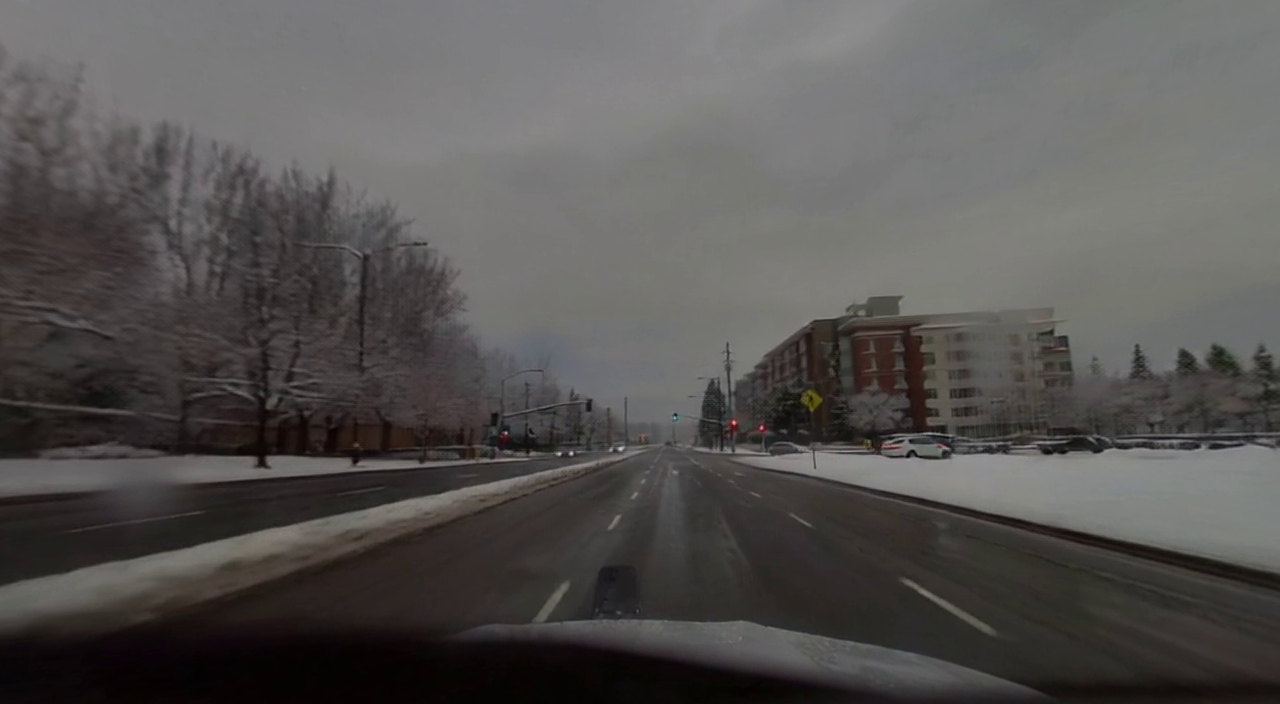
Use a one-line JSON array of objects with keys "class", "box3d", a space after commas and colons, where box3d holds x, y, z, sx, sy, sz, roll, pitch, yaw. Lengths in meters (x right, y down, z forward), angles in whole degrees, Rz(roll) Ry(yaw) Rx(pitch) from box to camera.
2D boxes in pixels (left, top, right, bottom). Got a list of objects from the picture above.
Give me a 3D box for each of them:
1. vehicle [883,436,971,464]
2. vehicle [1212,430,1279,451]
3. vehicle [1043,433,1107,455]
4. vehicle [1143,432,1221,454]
[{"class": "vehicle", "box3d": [15.611, 5.338, 34.605, 3.991, 1.437, 1.679, 0, -8, 3]}, {"class": "vehicle", "box3d": [43.354, 6.295, 44.813, 1.758, 1.451, 4.282, 0, -8, 2]}, {"class": "vehicle", "box3d": [30.755, 6.517, 44.887, 1.805, 1.466, 4.236, -1, -8, 4]}, {"class": "vehicle", "box3d": [38.456, 6.475, 45.026, 1.828, 1.452, 4.242, 0, -8, 1]}]
